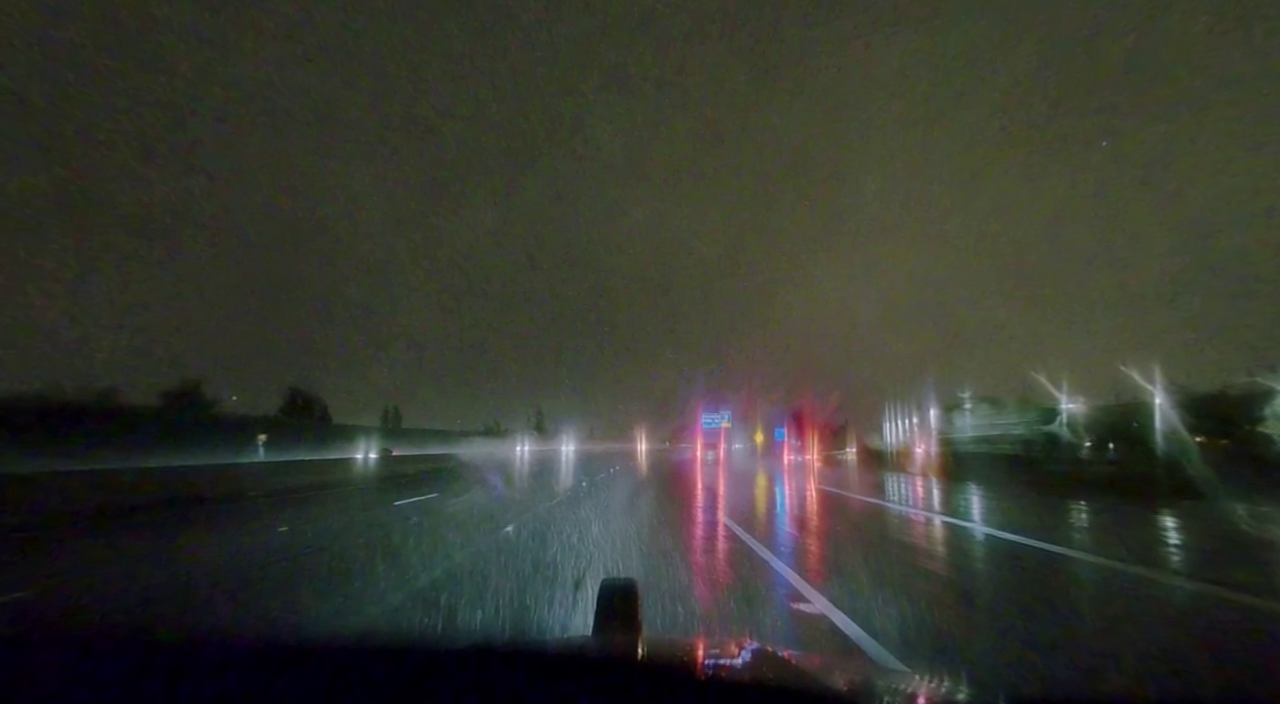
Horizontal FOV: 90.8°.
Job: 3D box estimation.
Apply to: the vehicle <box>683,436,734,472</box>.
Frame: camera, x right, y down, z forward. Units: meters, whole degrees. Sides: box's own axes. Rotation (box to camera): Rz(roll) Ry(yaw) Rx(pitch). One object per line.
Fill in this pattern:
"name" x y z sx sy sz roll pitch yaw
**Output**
"vehicle" 3.524 5.365 33.318 2.224 1.738 4.376 0 -9 0
